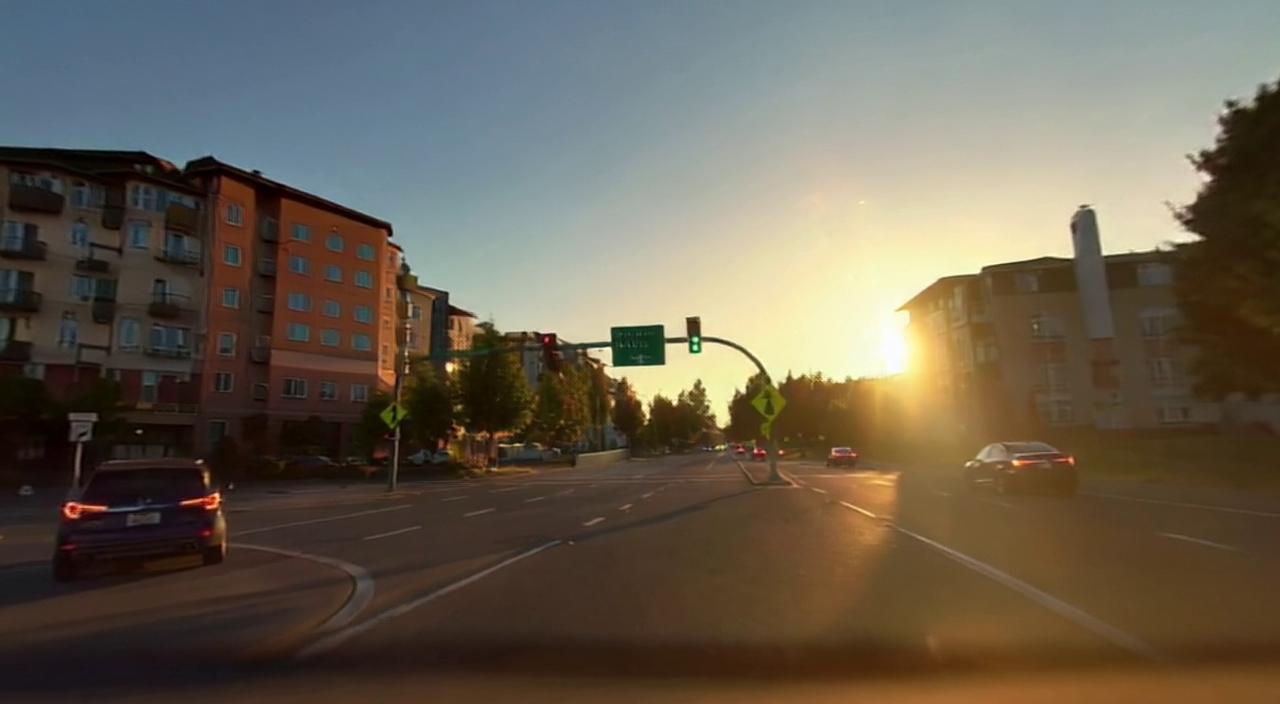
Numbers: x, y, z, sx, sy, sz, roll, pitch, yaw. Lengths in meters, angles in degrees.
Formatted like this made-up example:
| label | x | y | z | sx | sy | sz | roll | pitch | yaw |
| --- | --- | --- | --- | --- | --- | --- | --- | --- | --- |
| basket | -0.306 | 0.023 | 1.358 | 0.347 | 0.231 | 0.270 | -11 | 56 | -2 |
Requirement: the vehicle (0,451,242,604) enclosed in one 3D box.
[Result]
| label | x | y | z | sx | sy | sz | roll | pitch | yaw |
| --- | --- | --- | --- | --- | --- | --- | --- | --- | --- |
| vehicle | -6.832 | 2.156 | 8.589 | 2.014 | 1.525 | 3.670 | 6 | -11 | -35 |

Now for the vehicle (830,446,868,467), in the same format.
| label | x | y | z | sx | sy | sz | roll | pitch | yaw |
| --- | --- | --- | --- | --- | --- | --- | --- | --- | --- |
| vehicle | 16.040 | 8.041 | 48.316 | 1.931 | 1.475 | 4.092 | -2 | -9 | 7 |

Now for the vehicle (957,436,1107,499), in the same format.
| label | x | y | z | sx | sy | sz | roll | pitch | yaw |
| --- | --- | --- | --- | --- | --- | --- | --- | --- | --- |
| vehicle | 11.217 | 3.324 | 18.369 | 2.007 | 1.586 | 4.210 | -2 | -9 | 7 |
